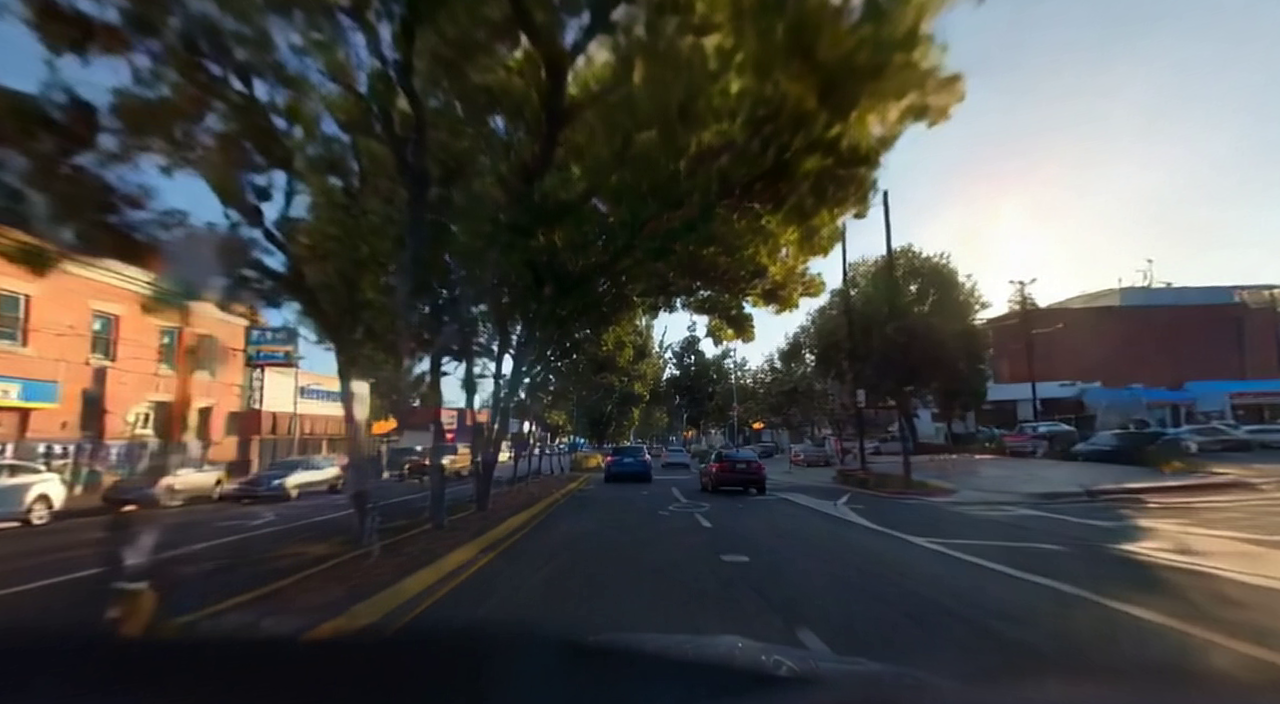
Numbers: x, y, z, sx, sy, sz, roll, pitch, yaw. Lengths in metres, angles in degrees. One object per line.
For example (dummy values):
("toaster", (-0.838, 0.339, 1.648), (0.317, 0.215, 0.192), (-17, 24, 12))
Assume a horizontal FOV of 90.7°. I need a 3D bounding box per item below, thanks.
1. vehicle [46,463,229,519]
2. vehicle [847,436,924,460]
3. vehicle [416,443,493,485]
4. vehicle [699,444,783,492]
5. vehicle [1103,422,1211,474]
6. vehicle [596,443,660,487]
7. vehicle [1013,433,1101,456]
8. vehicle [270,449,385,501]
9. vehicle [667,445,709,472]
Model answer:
("vehicle", (-15.566, 4.295, 20.027), (1.871, 1.452, 4.579), (-1, -9, 3))
("vehicle", (18.944, 7.436, 49.046), (4.948, 1.733, 2.296), (0, -9, -2))
("vehicle", (-8.443, 5.127, 29.238), (2.273, 1.748, 4.379), (0, -9, -1))
("vehicle", (3.314, 3.902, 21.660), (2.060, 1.471, 4.168), (0, -9, -2))
("vehicle", (18.568, 3.483, 22.995), (1.937, 1.691, 4.746), (-5, -10, 26))
("vehicle", (-0.463, 4.301, 24.462), (2.232, 1.508, 4.319), (0, -9, -1))
("vehicle", (27.774, 6.191, 42.220), (4.478, 1.450, 1.968), (0, -8, -4))
("vehicle", (-11.175, 4.397, 23.039), (1.997, 1.677, 4.327), (0, -9, -1))
("vehicle", (2.804, 6.296, 37.602), (2.098, 1.527, 3.966), (0, -9, -1))
